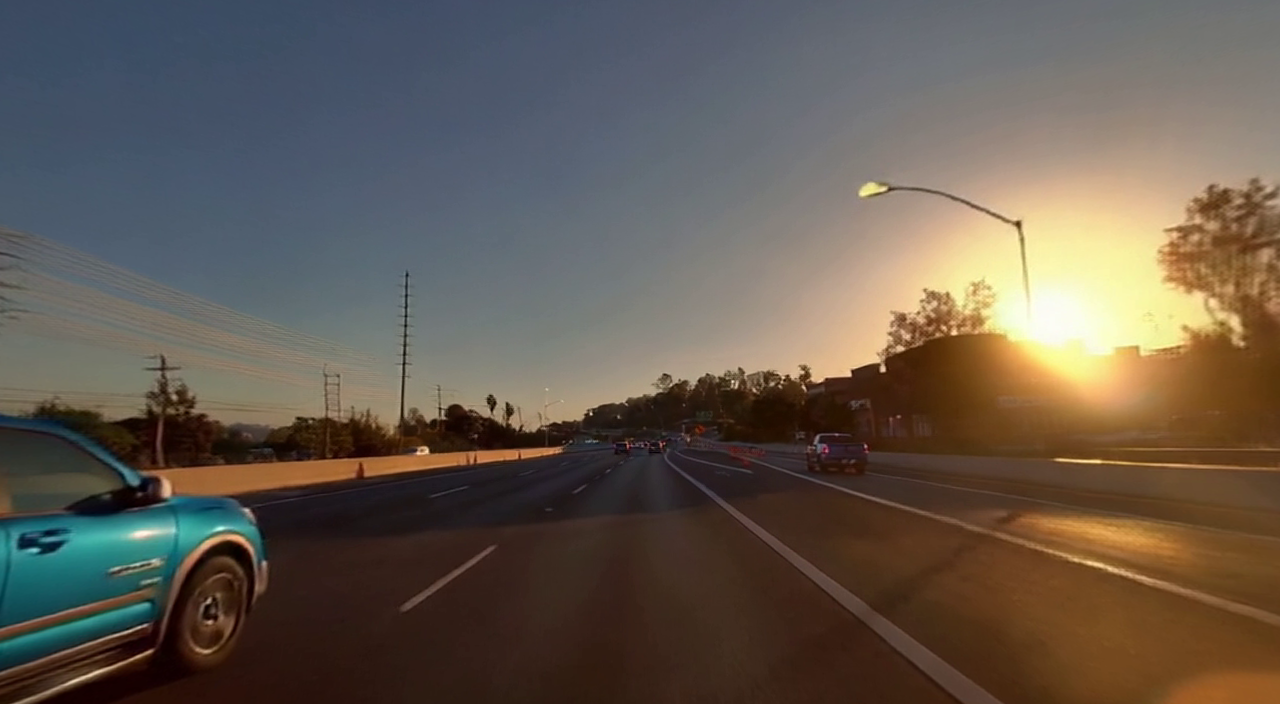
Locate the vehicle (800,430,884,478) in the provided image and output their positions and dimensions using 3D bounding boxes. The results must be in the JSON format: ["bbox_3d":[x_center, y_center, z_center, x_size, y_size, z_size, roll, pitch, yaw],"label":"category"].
[{"bbox_3d":[8.495,4.355,27.104,2.186,1.840,5.289,-1,-8,4],"label":"vehicle"}]

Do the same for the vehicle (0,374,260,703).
[{"bbox_3d":[-3.603,0.828,2.004,2.001,1.619,4.445,0,-8,0],"label":"vehicle"}]
